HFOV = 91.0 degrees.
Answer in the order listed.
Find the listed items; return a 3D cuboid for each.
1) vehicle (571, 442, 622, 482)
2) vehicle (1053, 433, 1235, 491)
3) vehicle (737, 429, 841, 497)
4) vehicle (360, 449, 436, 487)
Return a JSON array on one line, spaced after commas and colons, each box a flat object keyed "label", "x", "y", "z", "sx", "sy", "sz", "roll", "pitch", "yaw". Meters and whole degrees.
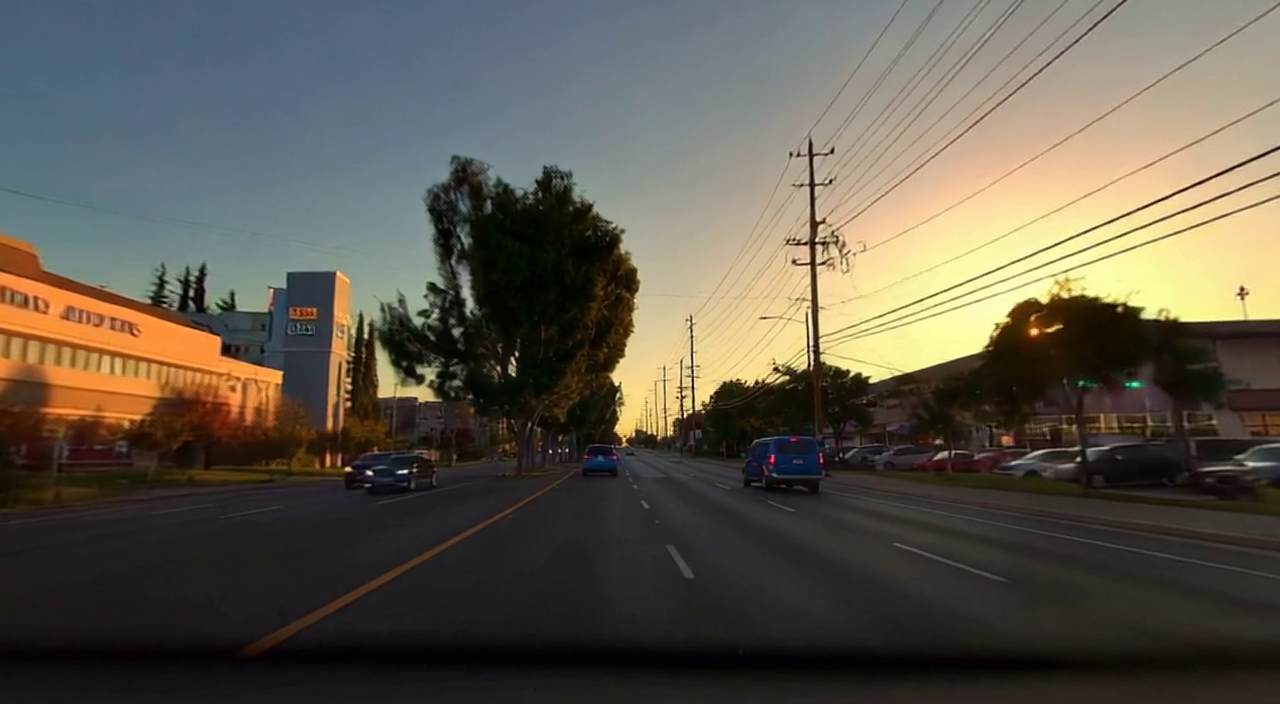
[{"label": "vehicle", "x": -1.887, "y": 4.927, "z": 28.531, "sx": 2.138, "sy": 1.672, "sz": 4.168, "roll": 0, "pitch": -9, "yaw": -2}, {"label": "vehicle", "x": 16.619, "y": 3.613, "z": 20.937, "sx": 4.323, "sy": 1.466, "sz": 1.878, "roll": -5, "pitch": -8, "yaw": -1}, {"label": "vehicle", "x": 4.647, "y": 3.547, "z": 20.411, "sx": 2.107, "sy": 1.928, "sz": 4.471, "roll": 0, "pitch": -9, "yaw": -2}, {"label": "vehicle", "x": -11.845, "y": 5.676, "z": 31.180, "sx": 2.080, "sy": 1.688, "sz": 4.473, "roll": 0, "pitch": -9, "yaw": -2}]
